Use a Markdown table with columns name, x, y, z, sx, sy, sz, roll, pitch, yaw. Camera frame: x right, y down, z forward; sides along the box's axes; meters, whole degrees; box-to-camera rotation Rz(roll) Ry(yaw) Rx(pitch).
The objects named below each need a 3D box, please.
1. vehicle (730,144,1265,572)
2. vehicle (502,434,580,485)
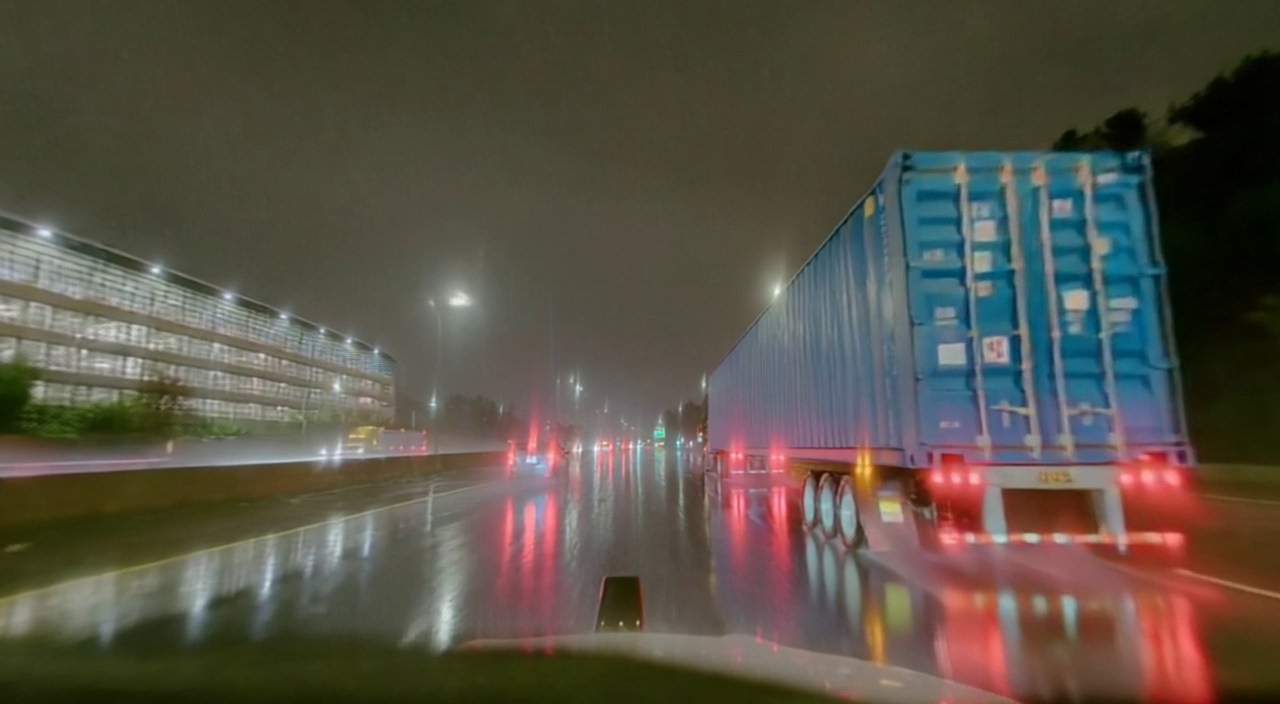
| name | x | y | z | sx | sy | sz | roll | pitch | yaw |
| --- | --- | --- | --- | --- | --- | --- | --- | --- | --- |
| vehicle | 4.151 | 0.952 | 12.572 | 2.893 | 3.992 | 13.605 | 0 | -8 | 1 |
| vehicle | -3.223 | 3.598 | 21.287 | 1.954 | 1.528 | 4.010 | 0 | -9 | 0 |
